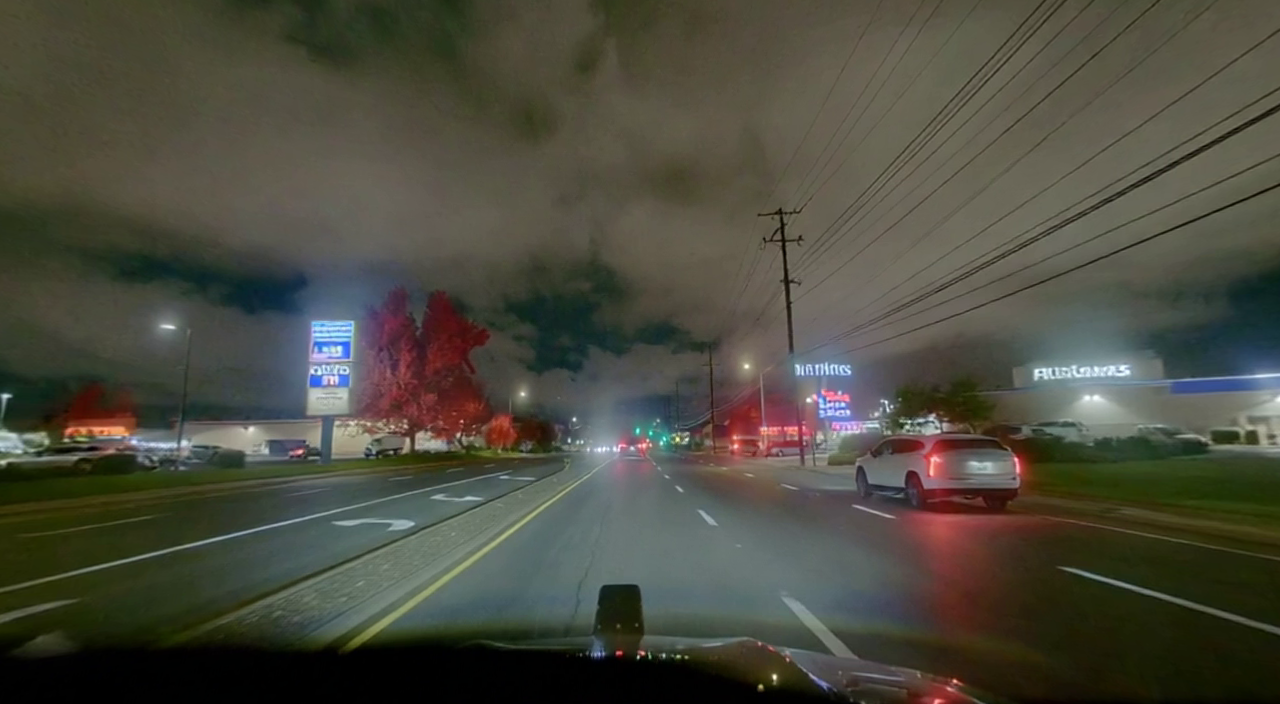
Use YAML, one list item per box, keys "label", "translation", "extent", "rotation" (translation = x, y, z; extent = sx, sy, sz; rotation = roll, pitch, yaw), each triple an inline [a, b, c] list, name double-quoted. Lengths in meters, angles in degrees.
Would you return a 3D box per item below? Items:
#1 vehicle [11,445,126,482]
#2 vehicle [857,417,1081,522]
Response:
- label: "vehicle"
  translation: [-30.824, 5.991, 34.341]
  extent: [1.979, 1.855, 5.380]
  rotation: [1, -9, -11]
- label: "vehicle"
  translation: [6.206, 2.262, 12.678]
  extent: [1.995, 1.705, 4.434]
  rotation: [0, -8, -1]
